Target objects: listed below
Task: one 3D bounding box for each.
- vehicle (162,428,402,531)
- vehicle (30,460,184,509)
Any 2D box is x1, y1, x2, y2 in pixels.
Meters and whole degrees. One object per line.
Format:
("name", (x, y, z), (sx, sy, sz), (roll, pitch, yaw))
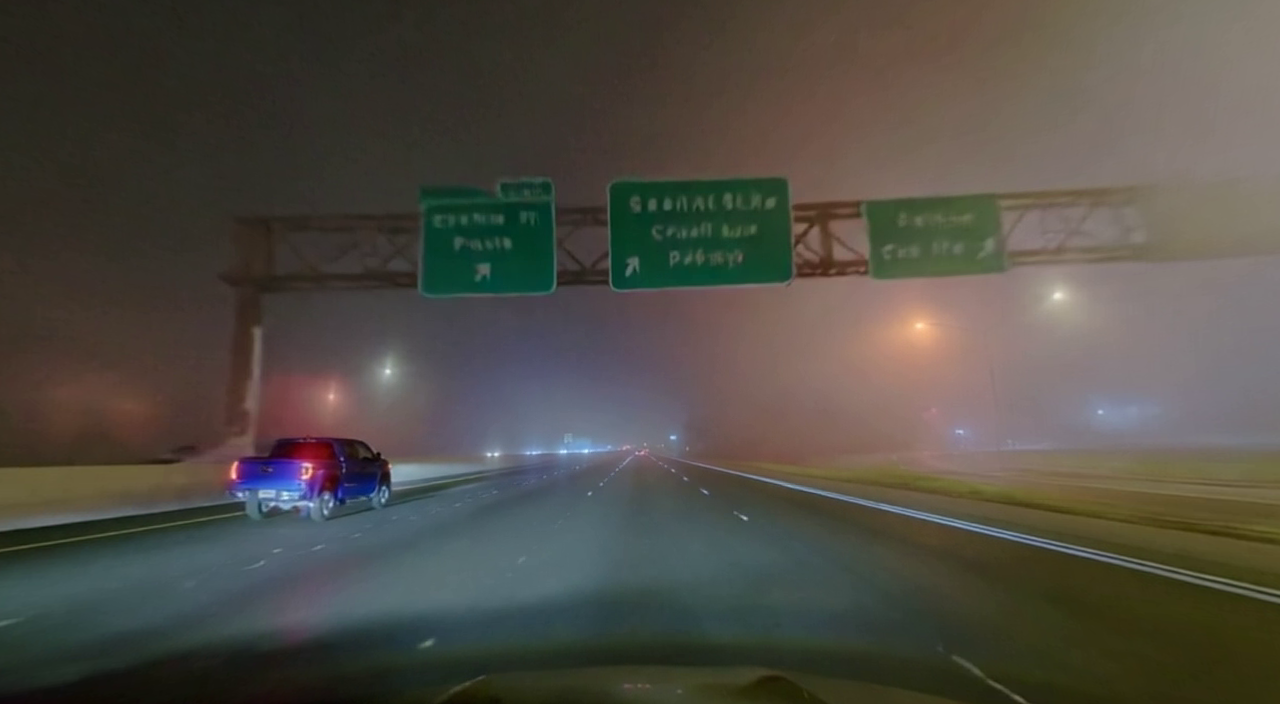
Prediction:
("vehicle", (-6.978, 2.531, 13.083), (2.168, 1.729, 4.724), (0, -9, 0))
("vehicle", (-18.655, 4.623, 22.325), (1.861, 1.496, 4.052), (0, -9, 0))
